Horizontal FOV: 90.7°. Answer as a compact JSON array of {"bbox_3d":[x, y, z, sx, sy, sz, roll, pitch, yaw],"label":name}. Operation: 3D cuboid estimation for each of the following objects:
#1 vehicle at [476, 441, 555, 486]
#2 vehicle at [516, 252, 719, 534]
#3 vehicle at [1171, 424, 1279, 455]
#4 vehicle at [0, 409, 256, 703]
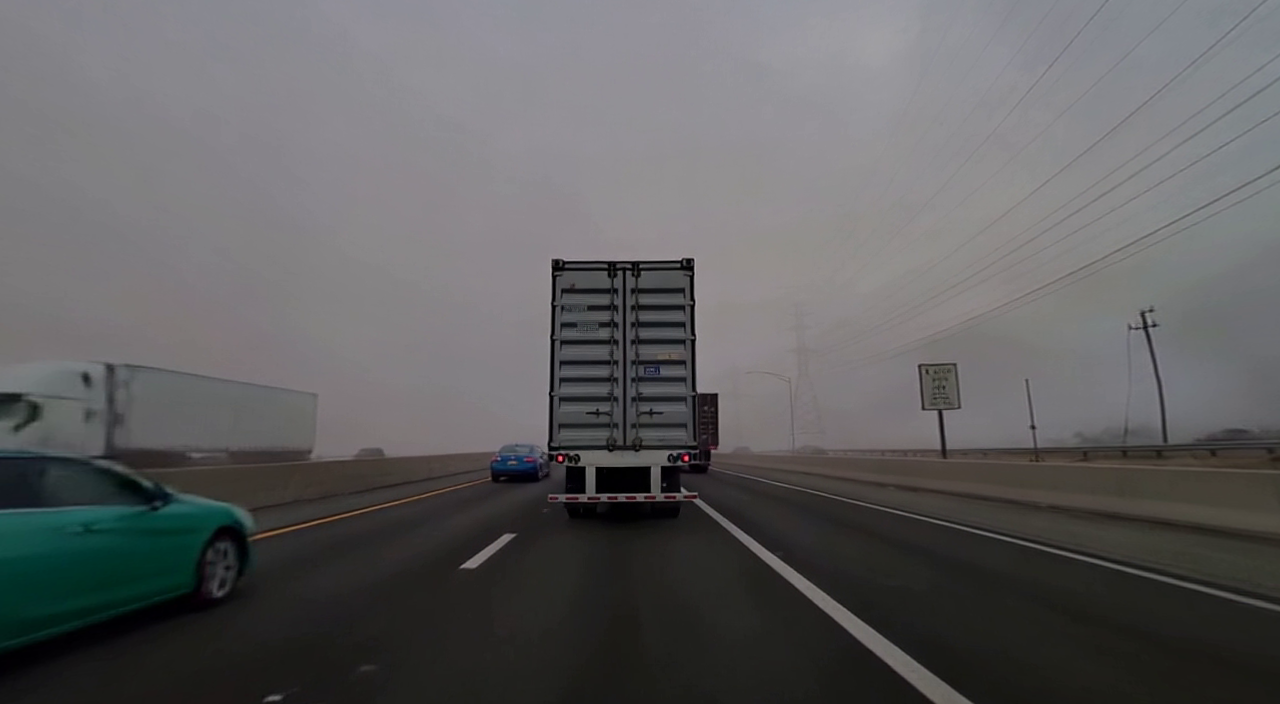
[{"bbox_3d":[-4.468,4.092,23.496,1.993,1.475,4.540,0,-9,0],"label":"vehicle"},{"bbox_3d":[-0.305,1.420,15.107,2.841,4.071,12.046,0,-9,0],"label":"vehicle"},{"bbox_3d":[32.428,4.869,34.832,4.579,1.594,1.932,-9,-12,44],"label":"vehicle"},{"bbox_3d":[-4.164,1.038,3.130,1.912,1.485,4.218,0,-9,-1],"label":"vehicle"}]
